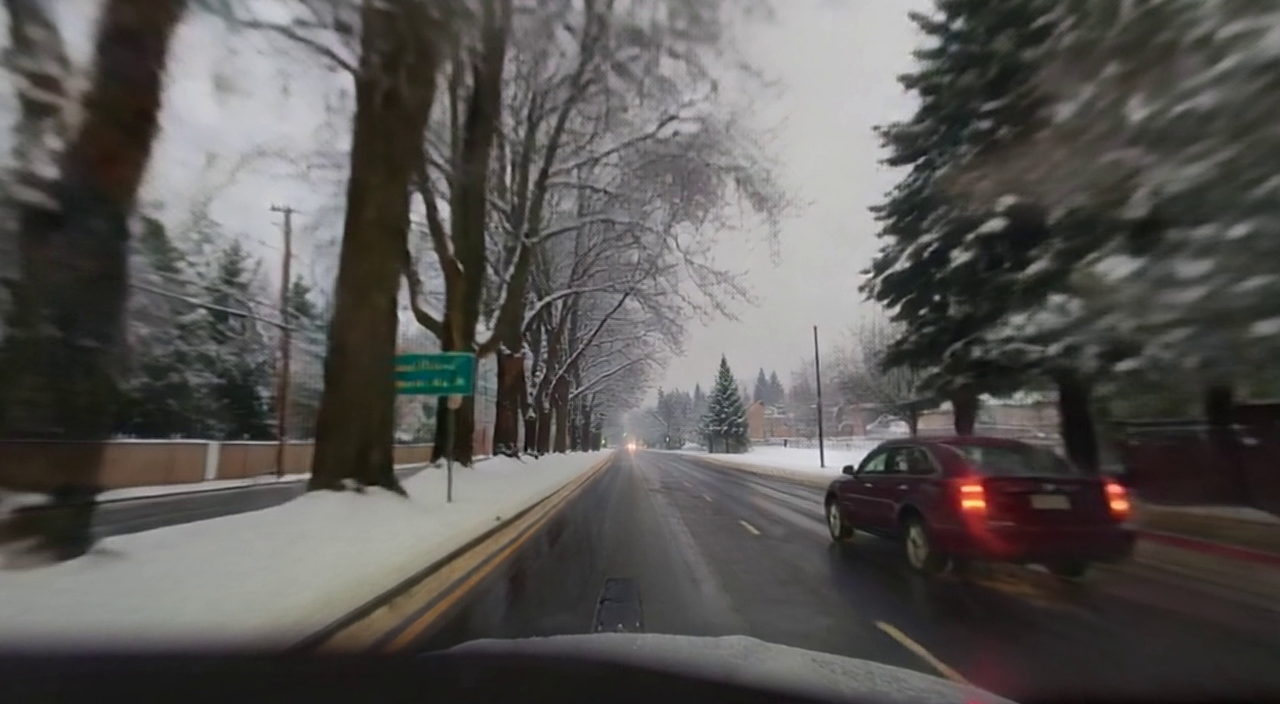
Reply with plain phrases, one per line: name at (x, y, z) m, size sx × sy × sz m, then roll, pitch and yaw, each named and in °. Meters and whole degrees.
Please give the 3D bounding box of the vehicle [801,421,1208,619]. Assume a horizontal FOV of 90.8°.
vehicle at (3.418, 1.639, 7.170) m, size 1.985 × 1.529 × 4.316 m, roll 0°, pitch -9°, yaw -1°
